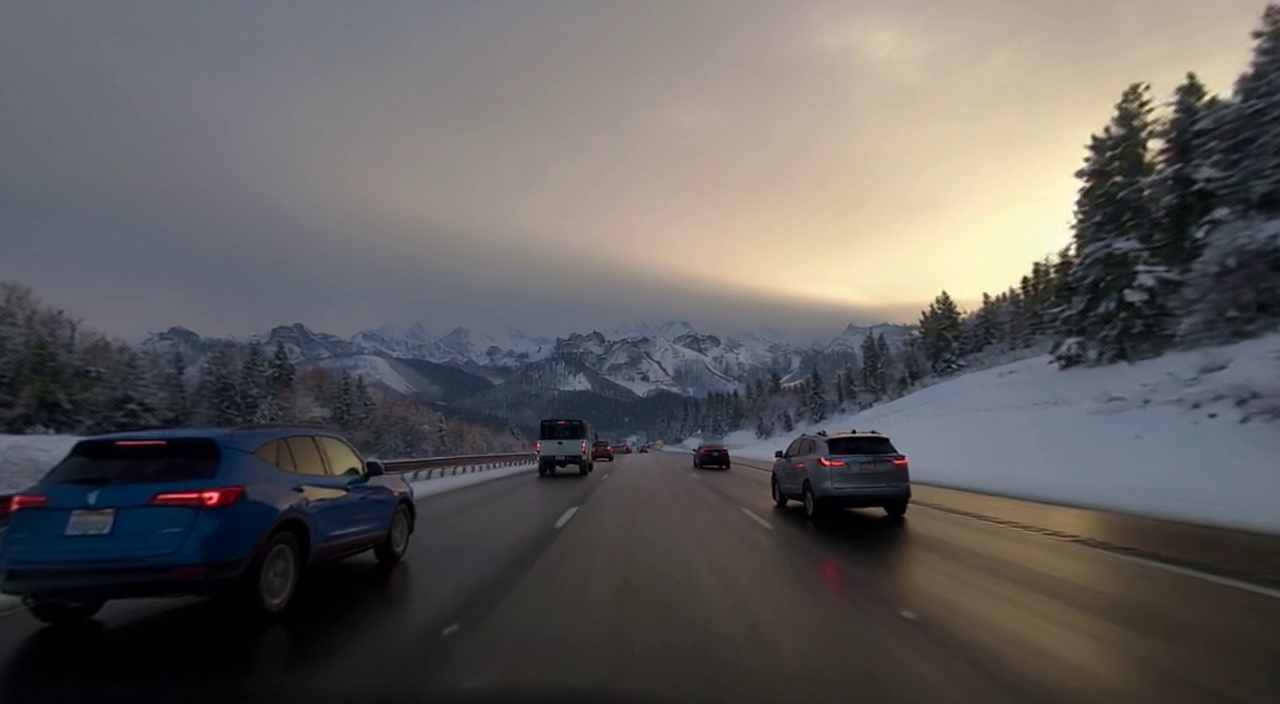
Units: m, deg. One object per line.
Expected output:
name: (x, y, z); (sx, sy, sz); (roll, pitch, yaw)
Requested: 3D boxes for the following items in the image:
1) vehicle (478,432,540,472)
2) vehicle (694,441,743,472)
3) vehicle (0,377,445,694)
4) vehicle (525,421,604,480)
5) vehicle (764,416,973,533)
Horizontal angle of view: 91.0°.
vehicle: (-6.789, 5.258, 33.196); (2.149, 1.922, 4.976); (0, -8, 0)
vehicle: (4.251, 5.729, 34.889); (2.071, 1.570, 4.637); (0, -8, -1)
vehicle: (-3.487, 1.303, 5.607); (2.080, 1.716, 4.207); (0, -8, 1)
vehicle: (-2.915, 4.025, 25.928); (2.494, 2.136, 5.539); (0, -8, 1)
vehicle: (3.796, 2.134, 11.573); (2.066, 1.696, 4.604); (0, -8, -1)
